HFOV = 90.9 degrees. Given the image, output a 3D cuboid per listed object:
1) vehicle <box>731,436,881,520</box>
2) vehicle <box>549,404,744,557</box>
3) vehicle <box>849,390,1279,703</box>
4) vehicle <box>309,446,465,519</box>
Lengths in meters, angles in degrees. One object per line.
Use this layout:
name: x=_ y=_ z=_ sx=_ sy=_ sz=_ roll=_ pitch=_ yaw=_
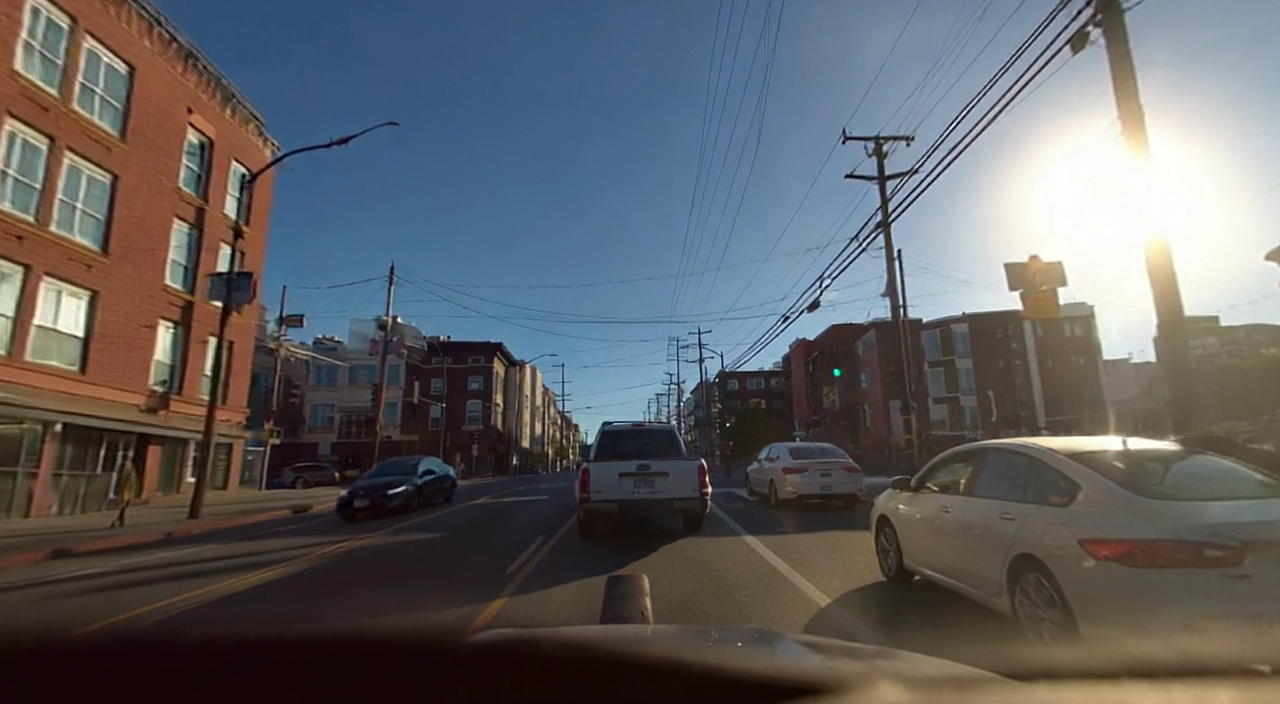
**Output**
vehicle: x=3.200 y=2.517 z=13.161 sx=1.970 sy=1.452 sz=4.227 roll=0 pitch=-8 yaw=0
vehicle: x=0.031 y=1.774 z=9.327 sx=2.232 sy=1.736 sz=4.036 roll=0 pitch=-8 yaw=-1
vehicle: x=3.251 y=1.248 z=4.790 sx=1.906 sy=1.578 sz=4.020 roll=0 pitch=-8 yaw=0
vehicle: x=-6.001 y=3.108 z=15.622 sx=2.014 sy=1.538 sz=4.275 roll=0 pitch=-8 yaw=1
